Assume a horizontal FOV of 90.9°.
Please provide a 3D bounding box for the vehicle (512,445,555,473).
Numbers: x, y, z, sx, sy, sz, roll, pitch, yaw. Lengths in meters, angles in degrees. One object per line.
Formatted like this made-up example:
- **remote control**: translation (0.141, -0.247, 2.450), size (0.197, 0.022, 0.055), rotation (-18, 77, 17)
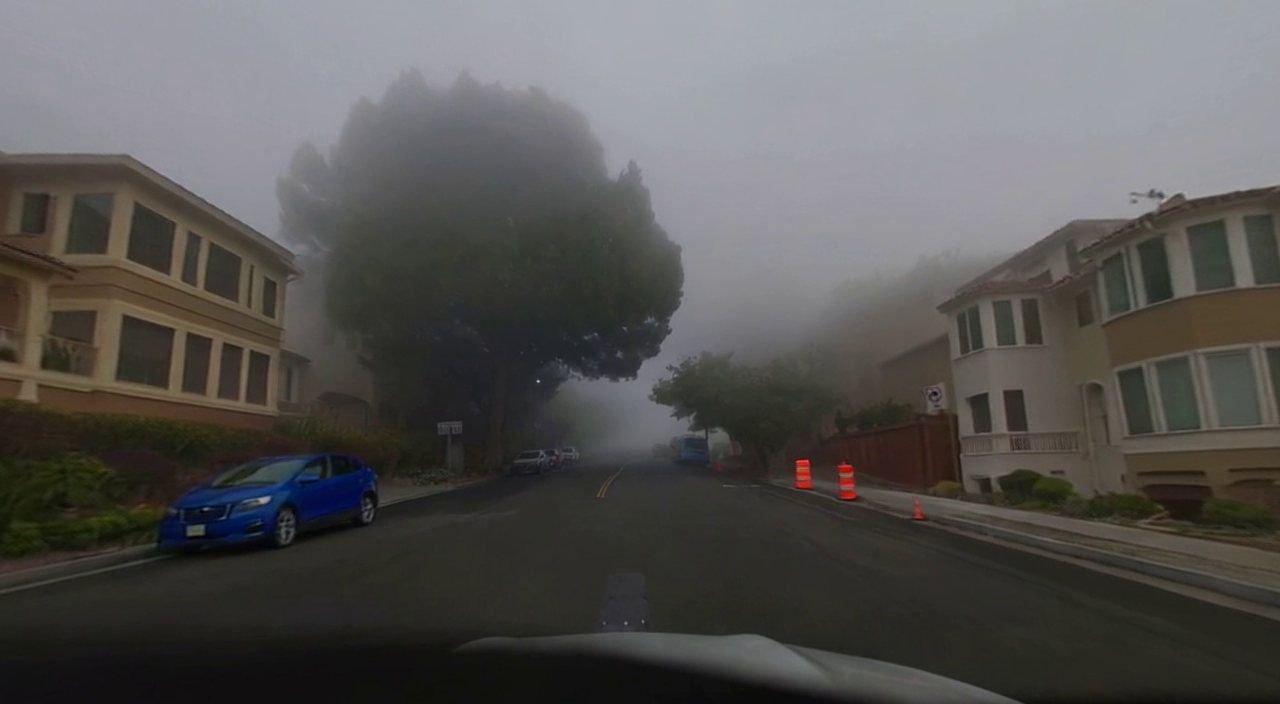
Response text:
- **vehicle**: translation (-6.546, 6.598, 39.104), size (1.957, 1.608, 4.476), rotation (0, -9, -1)

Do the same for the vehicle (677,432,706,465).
- **vehicle**: translation (4.049, 7.633, 49.992), size (2.082, 2.534, 3.248), rotation (-1, -8, 3)

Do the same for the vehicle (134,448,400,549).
- **vehicle**: translation (-6.506, 2.562, 11.809), size (2.137, 1.481, 4.503), rotation (0, -9, 2)
